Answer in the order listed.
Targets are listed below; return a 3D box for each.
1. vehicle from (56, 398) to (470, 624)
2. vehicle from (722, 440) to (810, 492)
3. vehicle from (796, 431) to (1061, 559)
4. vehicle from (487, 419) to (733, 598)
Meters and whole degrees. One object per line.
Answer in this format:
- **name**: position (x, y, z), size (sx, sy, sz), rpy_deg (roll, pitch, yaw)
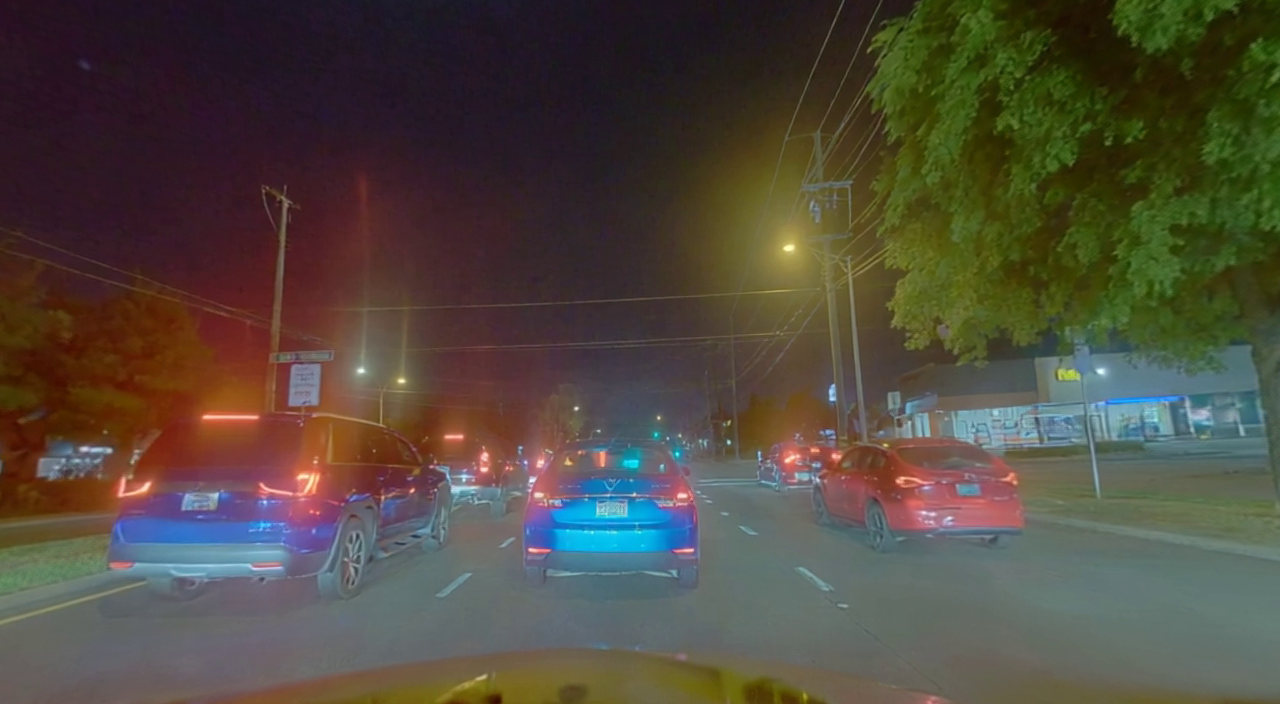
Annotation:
- **vehicle**: position (-3.437, 1.524, 6.988), size (1.979, 1.697, 4.254), rpy_deg (0, -9, -1)
- **vehicle**: position (3.821, 3.527, 19.861), size (1.876, 1.456, 4.025), rpy_deg (0, -9, -1)
- **vehicle**: position (3.922, 2.000, 9.606), size (1.909, 1.473, 4.361), rpy_deg (0, -9, -1)
- **vehicle**: position (-0.312, 1.633, 7.398), size (2.097, 1.511, 3.809), rpy_deg (0, -9, -2)
